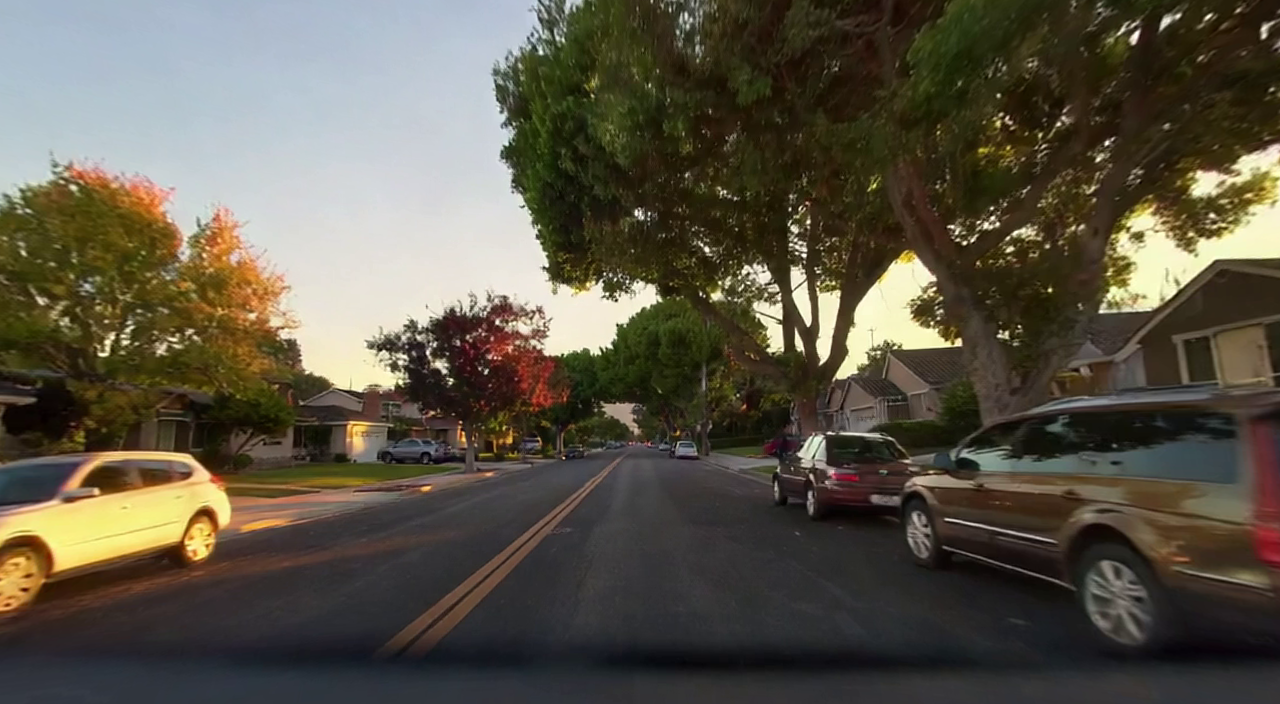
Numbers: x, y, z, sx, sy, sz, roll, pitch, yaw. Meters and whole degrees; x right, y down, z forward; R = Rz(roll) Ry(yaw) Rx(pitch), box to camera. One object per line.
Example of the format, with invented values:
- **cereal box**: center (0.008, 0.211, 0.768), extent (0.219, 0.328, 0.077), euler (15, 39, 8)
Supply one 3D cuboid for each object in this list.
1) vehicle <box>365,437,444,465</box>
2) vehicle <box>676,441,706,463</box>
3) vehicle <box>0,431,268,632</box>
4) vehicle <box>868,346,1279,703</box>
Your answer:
- **vehicle**: center (-15.300, 6.445, 41.070), extent (4.320, 1.767, 1.951), euler (0, -9, 5)
- **vehicle**: center (3.941, 7.823, 49.439), extent (1.917, 1.569, 4.460), euler (0, -8, -1)
- **vehicle**: center (-5.823, 1.648, 6.189), extent (1.898, 1.507, 4.009), euler (-4, -9, 0)
- **vehicle**: center (3.923, 1.217, 5.082), extent (2.068, 1.838, 5.278), euler (0, -8, -1)
